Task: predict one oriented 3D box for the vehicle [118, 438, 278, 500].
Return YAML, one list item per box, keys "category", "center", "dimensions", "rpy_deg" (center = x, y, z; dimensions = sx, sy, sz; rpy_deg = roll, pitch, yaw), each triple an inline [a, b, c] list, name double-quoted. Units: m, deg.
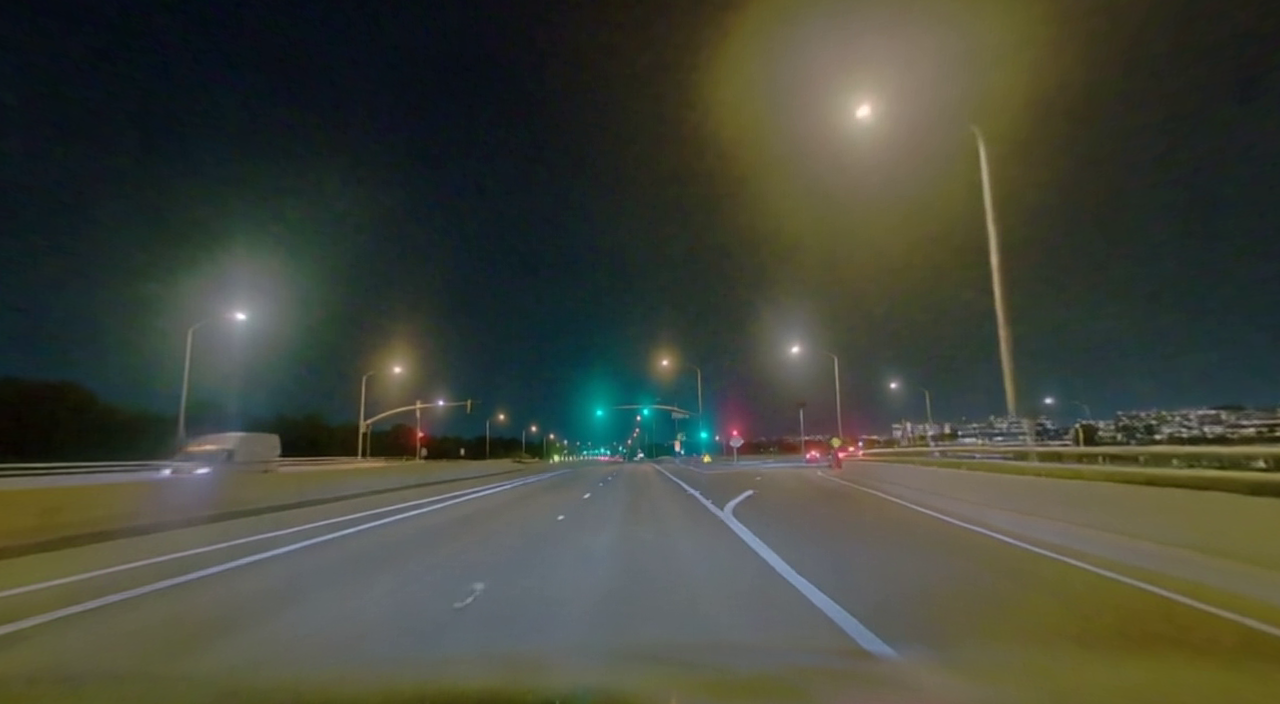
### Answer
- category: "vehicle"
  center: [-13.855, 3.666, 20.162]
  dimensions: [2.020, 1.719, 4.366]
  rpy_deg: [0, -9, -2]
